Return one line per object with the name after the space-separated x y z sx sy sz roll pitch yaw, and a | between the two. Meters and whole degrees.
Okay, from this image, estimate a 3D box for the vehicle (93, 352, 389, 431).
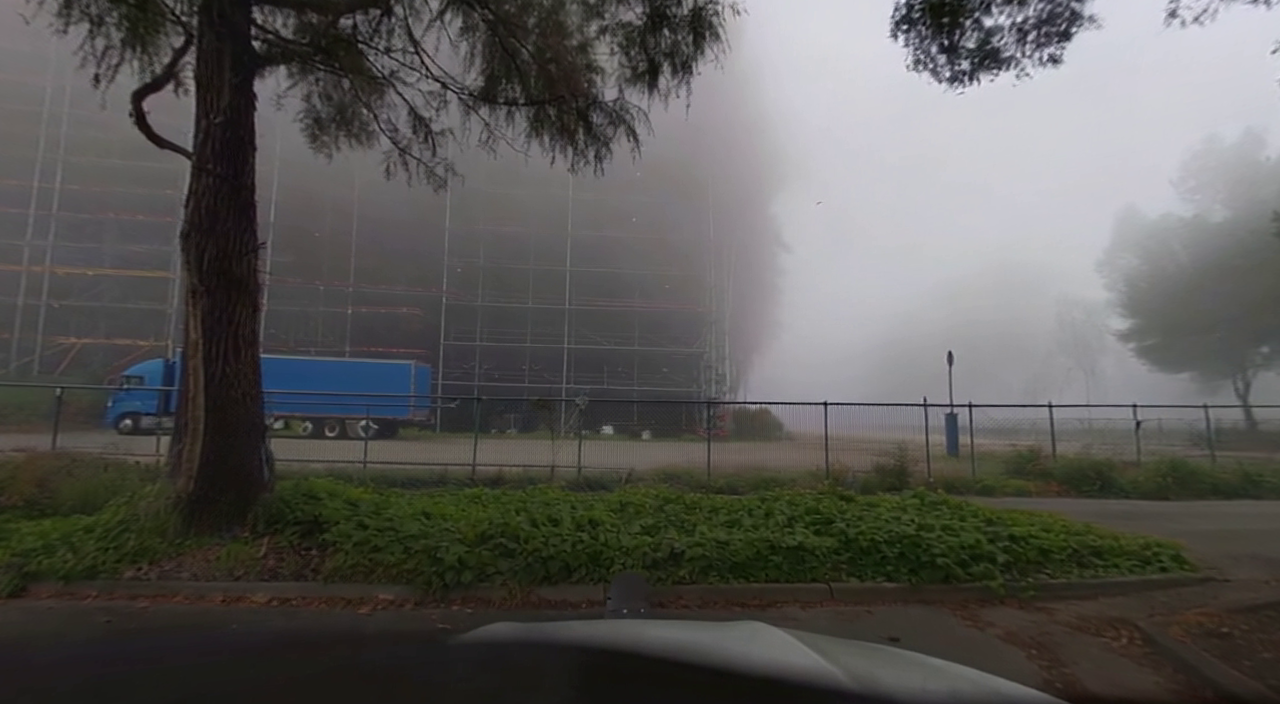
-22.385 2.483 36.620 14.067 4.099 2.832 2 -8 -15 | vehicle
